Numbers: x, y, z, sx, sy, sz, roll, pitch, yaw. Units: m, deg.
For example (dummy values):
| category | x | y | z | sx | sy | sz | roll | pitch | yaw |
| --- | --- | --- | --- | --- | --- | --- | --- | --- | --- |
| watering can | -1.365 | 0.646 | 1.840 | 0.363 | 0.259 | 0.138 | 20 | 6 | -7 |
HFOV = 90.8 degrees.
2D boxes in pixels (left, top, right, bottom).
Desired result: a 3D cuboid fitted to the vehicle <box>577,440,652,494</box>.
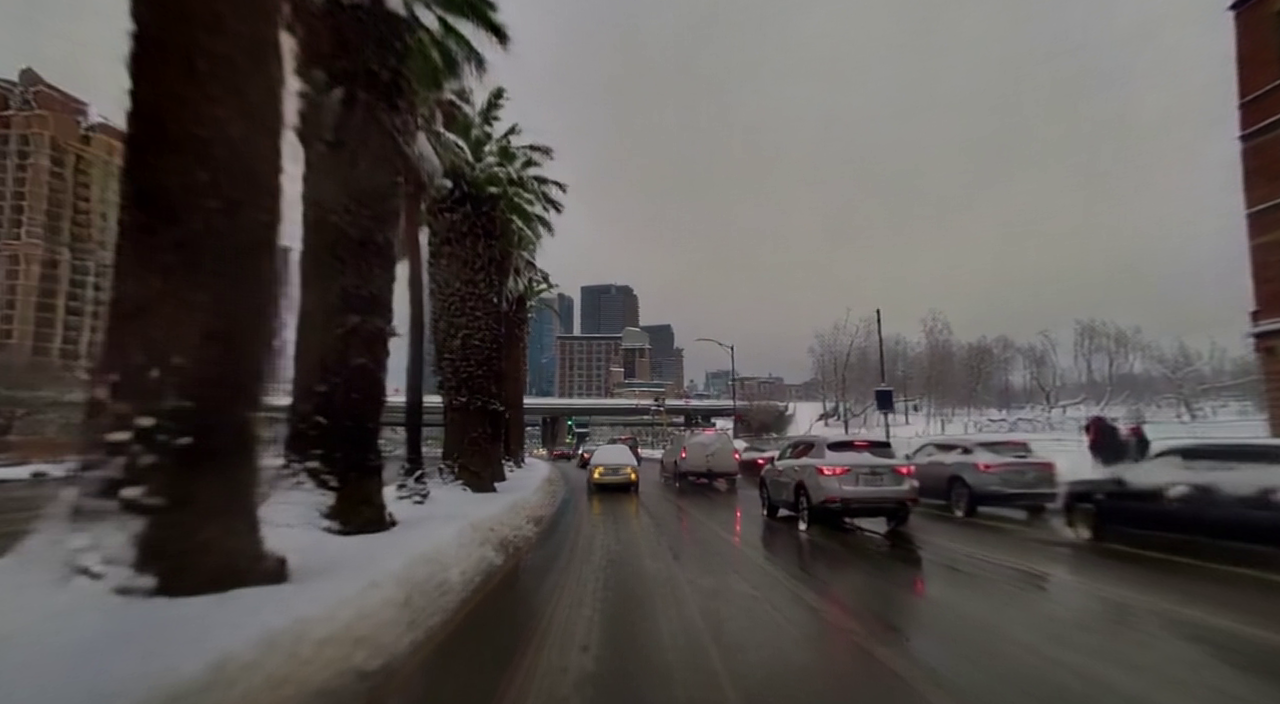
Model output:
| category | x | y | z | sx | sy | sz | roll | pitch | yaw |
| --- | --- | --- | --- | --- | --- | --- | --- | --- | --- |
| vehicle | -1.024 | 3.922 | 21.961 | 2.332 | 1.625 | 4.933 | 1 | -9 | -6 |

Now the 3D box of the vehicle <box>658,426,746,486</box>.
| category | x | y | z | sx | sy | sz | roll | pitch | yaw |
| --- | --- | --- | --- | --- | --- | --- | --- | --- | --- |
| vehicle | 2.352 | 4.213 | 25.800 | 2.434 | 2.171 | 5.098 | 1 | -9 | -8 |

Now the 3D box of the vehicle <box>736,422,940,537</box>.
| category | x | y | z | sx | sy | sz | roll | pitch | yaw |
| --- | --- | --- | --- | --- | --- | --- | --- | --- | --- |
| vehicle | 3.298 | 2.223 | 11.637 | 2.151 | 1.695 | 4.258 | 0 | -9 | -3 |

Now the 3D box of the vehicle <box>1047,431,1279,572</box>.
| category | x | y | z | sx | sy | sz | roll | pitch | yaw |
| --- | --- | --- | --- | --- | --- | --- | --- | --- | --- |
| vehicle | 7.802 | 1.743 | 7.778 | 2.209 | 1.480 | 4.725 | 0 | -9 | -4 |
